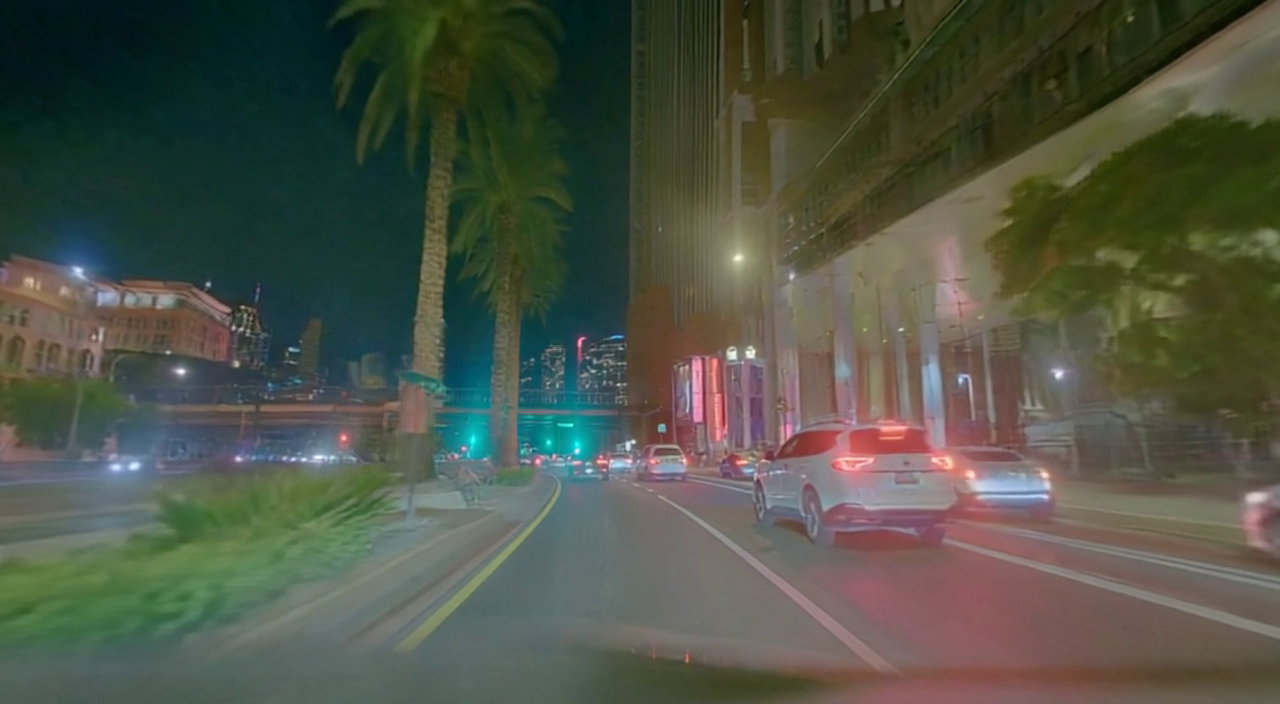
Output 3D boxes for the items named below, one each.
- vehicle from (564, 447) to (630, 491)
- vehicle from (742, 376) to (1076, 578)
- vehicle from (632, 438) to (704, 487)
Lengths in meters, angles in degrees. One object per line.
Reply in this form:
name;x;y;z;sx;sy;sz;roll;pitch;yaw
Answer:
vehicle;-1.904;4.773;26.228;2.332;1.625;4.933;1;-9;-8
vehicle;3.384;1.740;9.544;2.434;2.171;5.098;1;-9;-5
vehicle;1.145;5.018;29.033;2.407;1.991;5.130;1;-9;-8
